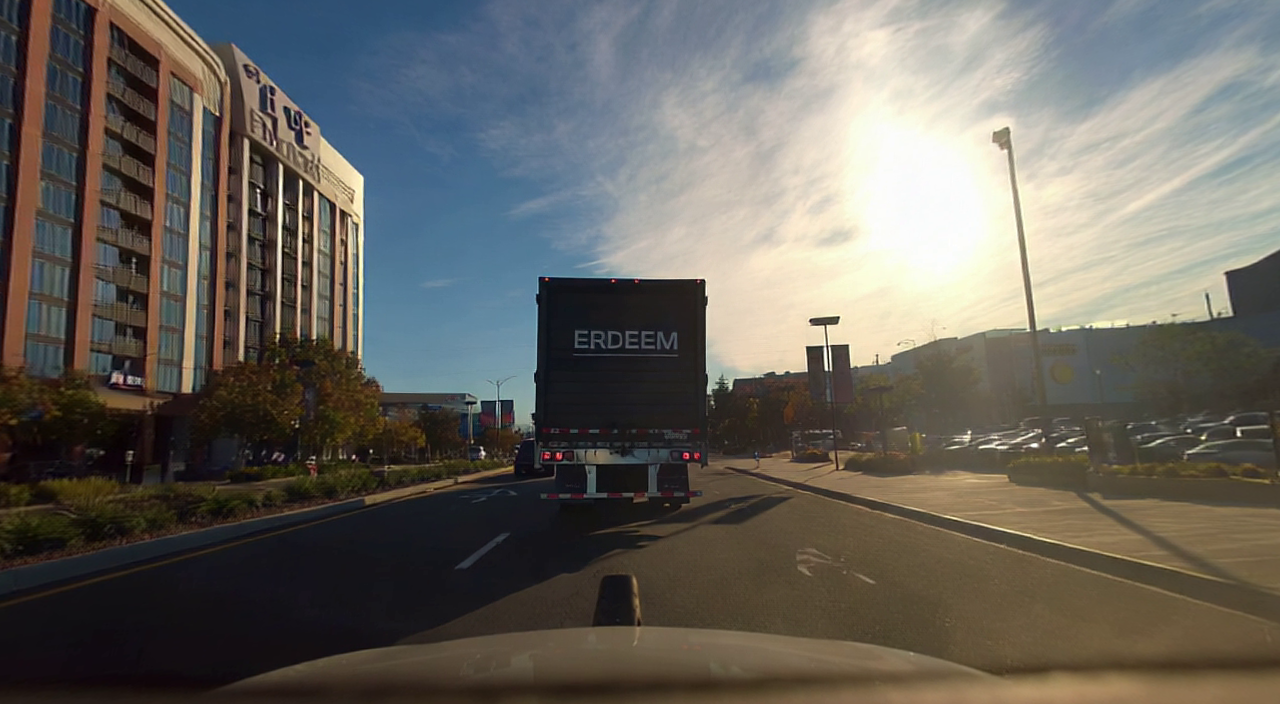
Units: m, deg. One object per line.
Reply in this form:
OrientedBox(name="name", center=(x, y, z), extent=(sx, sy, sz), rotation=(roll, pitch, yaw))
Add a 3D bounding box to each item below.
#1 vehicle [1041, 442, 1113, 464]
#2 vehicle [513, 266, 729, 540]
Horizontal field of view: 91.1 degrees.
OrientedBox(name="vehicle", center=(31.355, 7.216, 45.168), extent=(1.652, 1.423, 3.797), rotation=(5, -9, -35))
OrientedBox(name="vehicle", center=(-0.187, 1.275, 13.260), extent=(2.876, 3.724, 9.351), rotation=(-1, -8, 1))
